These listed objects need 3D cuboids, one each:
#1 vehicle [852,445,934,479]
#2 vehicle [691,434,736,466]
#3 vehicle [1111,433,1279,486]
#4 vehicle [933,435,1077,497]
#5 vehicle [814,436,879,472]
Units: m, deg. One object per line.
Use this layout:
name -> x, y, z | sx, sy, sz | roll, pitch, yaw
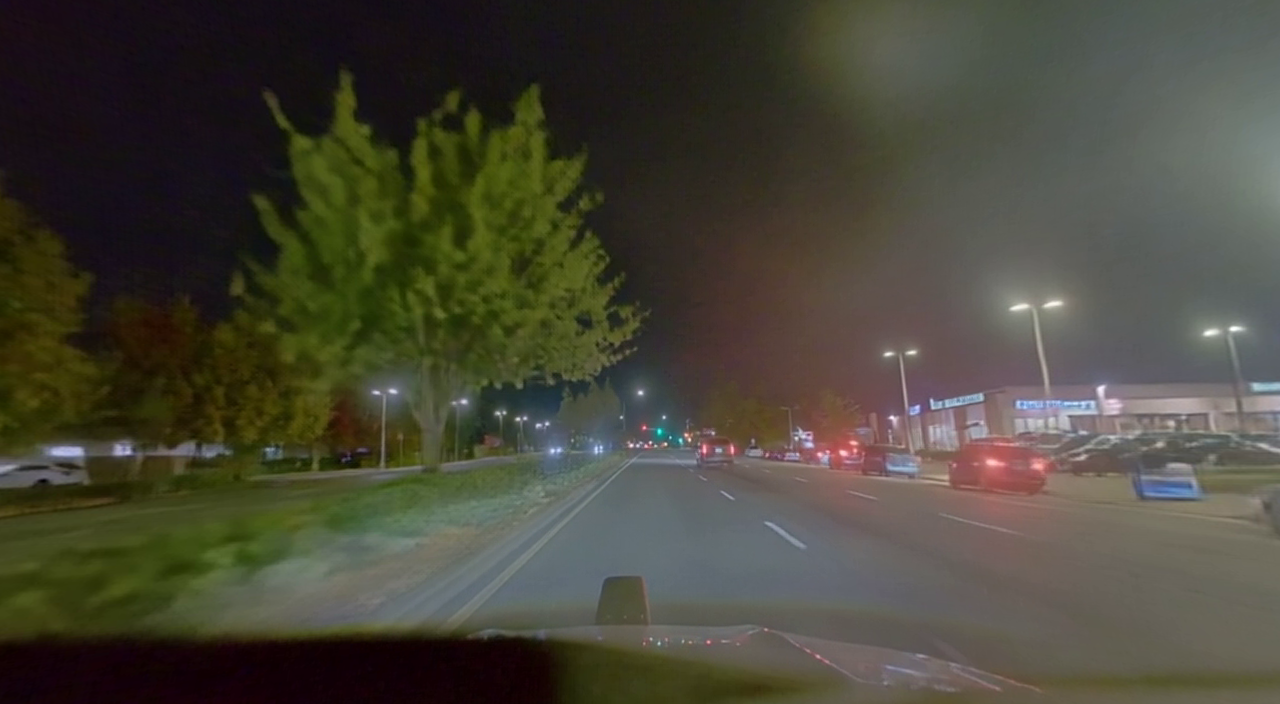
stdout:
vehicle -> 10.946, 4.783, 27.630 | 1.824, 1.364, 4.238 | 0, -9, 0
vehicle -> 4.489, 6.053, 39.155 | 2.183, 1.845, 4.482 | 0, -9, 0
vehicle -> 18.329, 3.434, 20.396 | 4.562, 1.485, 1.889 | -2, -7, 1
vehicle -> 10.794, 3.378, 19.094 | 1.958, 1.654, 4.258 | 0, -9, 3
vehicle -> 11.053, 5.487, 34.085 | 1.959, 1.751, 4.961 | 0, -9, 2
